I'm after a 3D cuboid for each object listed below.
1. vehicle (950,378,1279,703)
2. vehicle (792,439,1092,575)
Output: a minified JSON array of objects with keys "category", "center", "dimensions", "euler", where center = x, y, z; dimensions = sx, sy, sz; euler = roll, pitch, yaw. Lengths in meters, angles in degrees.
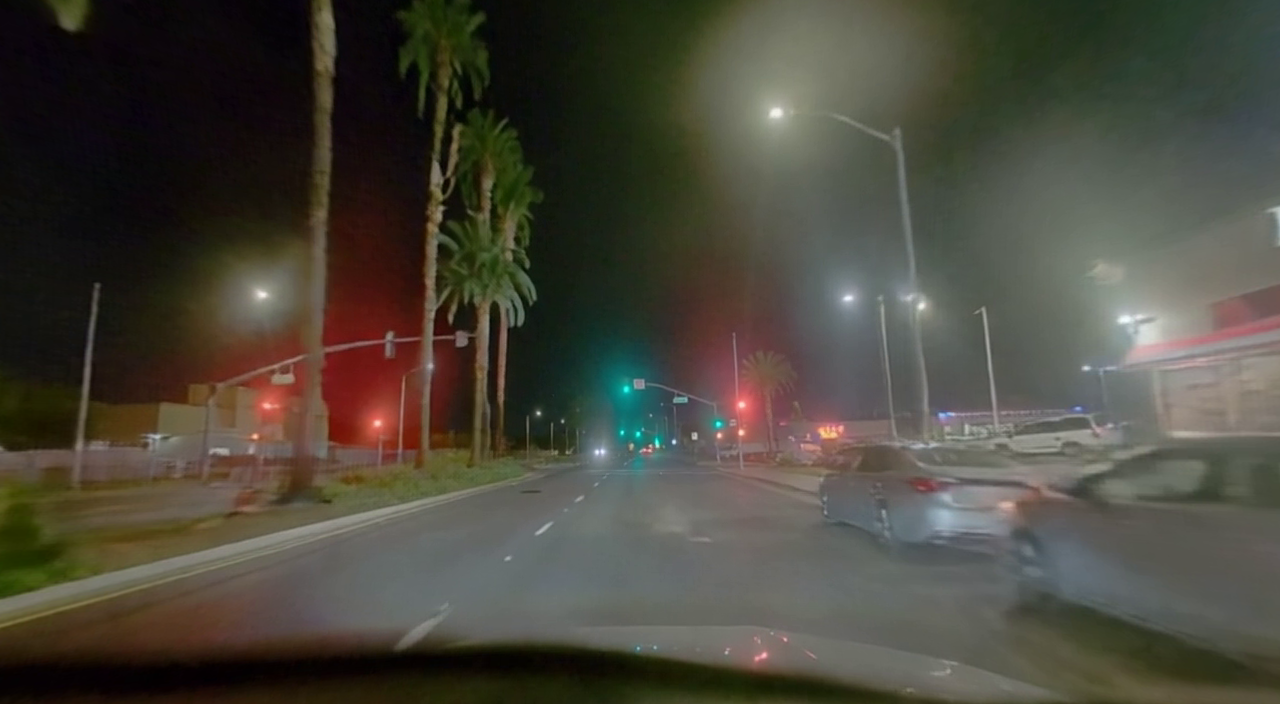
[{"category":"vehicle","center":[4.027,1.056,3.481],"dimensions":[2.089,1.652,4.668],"euler":[1,-9,-2]},{"category":"vehicle","center":[4.031,2.093,9.535],"dimensions":[2.047,1.491,4.634],"euler":[1,-7,-3]}]
